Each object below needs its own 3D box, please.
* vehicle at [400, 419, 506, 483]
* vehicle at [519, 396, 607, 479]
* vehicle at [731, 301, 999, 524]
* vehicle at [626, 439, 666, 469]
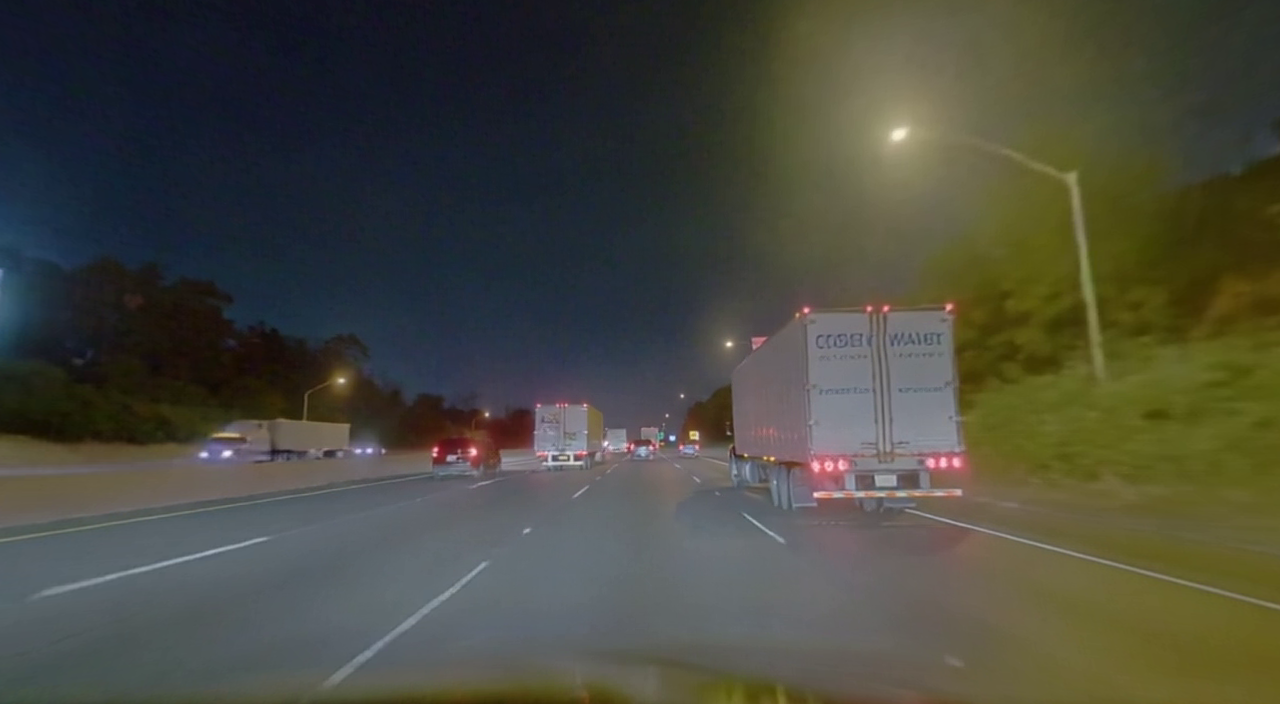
[{"bbox_3d":[-7.044,3.828,24.522,2.322,2.195,5.556,0,-8,1],"label":"vehicle"},{"bbox_3d":[-3.128,3.814,27.979,2.745,3.156,7.608,0,-8,2],"label":"vehicle"},{"bbox_3d":[4.025,1.463,13.662,2.895,3.484,7.631,0,-8,0],"label":"vehicle"},{"bbox_3d":[0.313,5.592,34.765,2.105,1.502,4.068,0,-8,0],"label":"vehicle"}]
